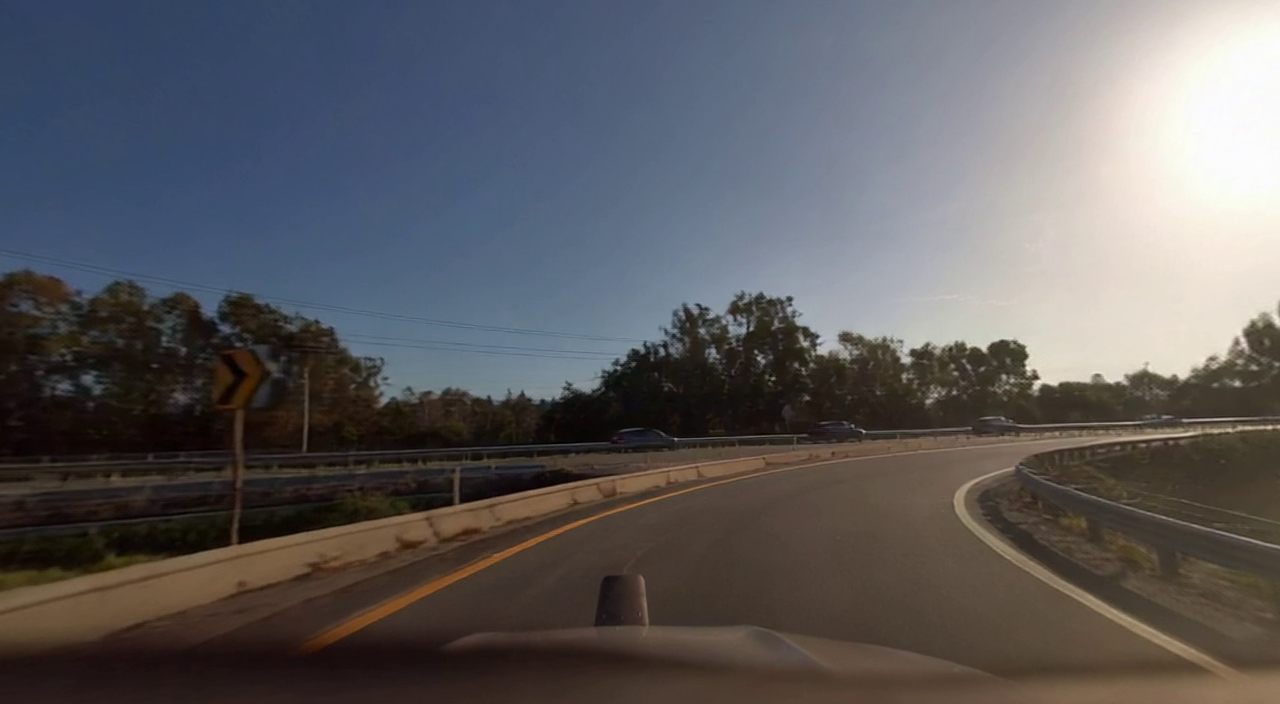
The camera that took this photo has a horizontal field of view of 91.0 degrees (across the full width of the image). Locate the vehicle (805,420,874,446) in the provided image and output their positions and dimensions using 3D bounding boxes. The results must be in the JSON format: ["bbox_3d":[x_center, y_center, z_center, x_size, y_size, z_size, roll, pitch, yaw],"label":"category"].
[{"bbox_3d":[12.477,5.103,39.372,3.990,1.549,1.971,6,-10,-33],"label":"vehicle"}]

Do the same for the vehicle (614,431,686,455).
[{"bbox_3d":[0.761,6.438,44.560,4.957,1.593,1.871,6,-10,-35],"label":"vehicle"}]
